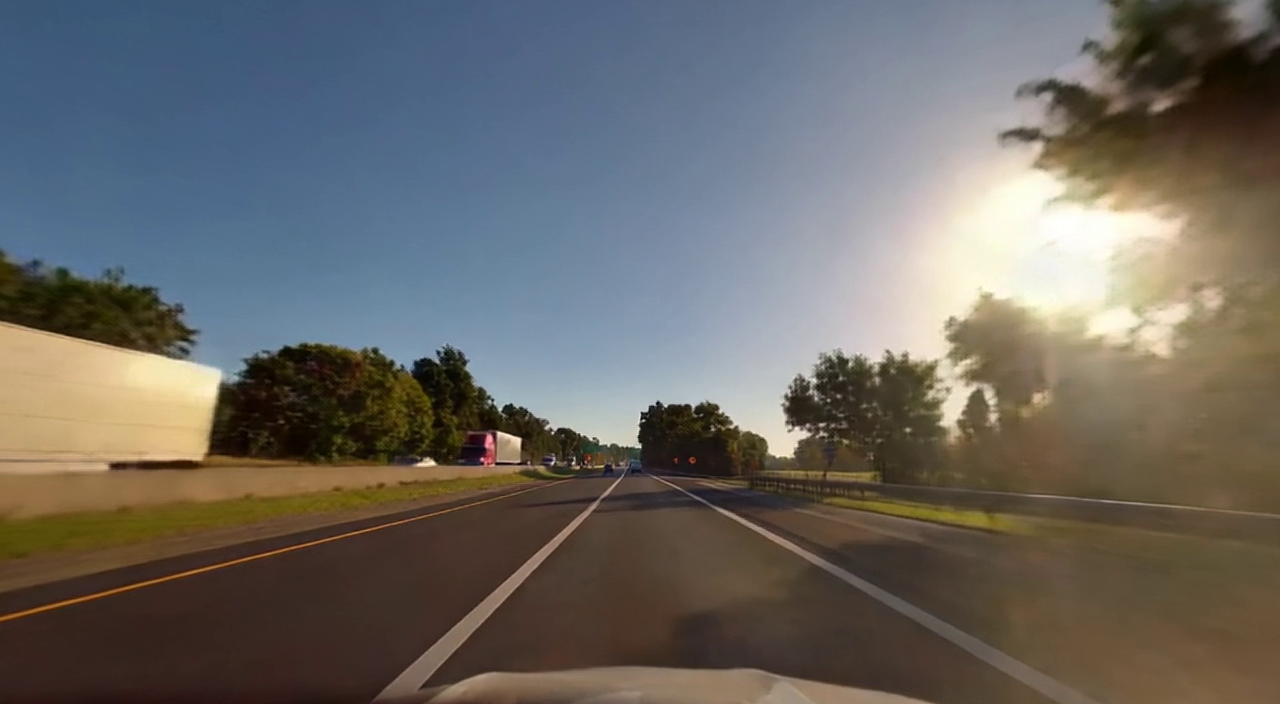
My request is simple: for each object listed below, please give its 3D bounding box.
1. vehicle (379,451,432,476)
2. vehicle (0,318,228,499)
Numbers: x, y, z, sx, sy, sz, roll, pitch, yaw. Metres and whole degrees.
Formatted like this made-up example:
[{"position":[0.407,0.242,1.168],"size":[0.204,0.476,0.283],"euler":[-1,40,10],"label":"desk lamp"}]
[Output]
[{"position":[-15.983,7.676,43.232],"size":[1.889,1.586,4.435],"euler":[1,-10,0],"label":"vehicle"},{"position":[-15.907,1.387,14.861],"size":[2.901,4.018,14.126],"euler":[1,-10,0],"label":"vehicle"}]
